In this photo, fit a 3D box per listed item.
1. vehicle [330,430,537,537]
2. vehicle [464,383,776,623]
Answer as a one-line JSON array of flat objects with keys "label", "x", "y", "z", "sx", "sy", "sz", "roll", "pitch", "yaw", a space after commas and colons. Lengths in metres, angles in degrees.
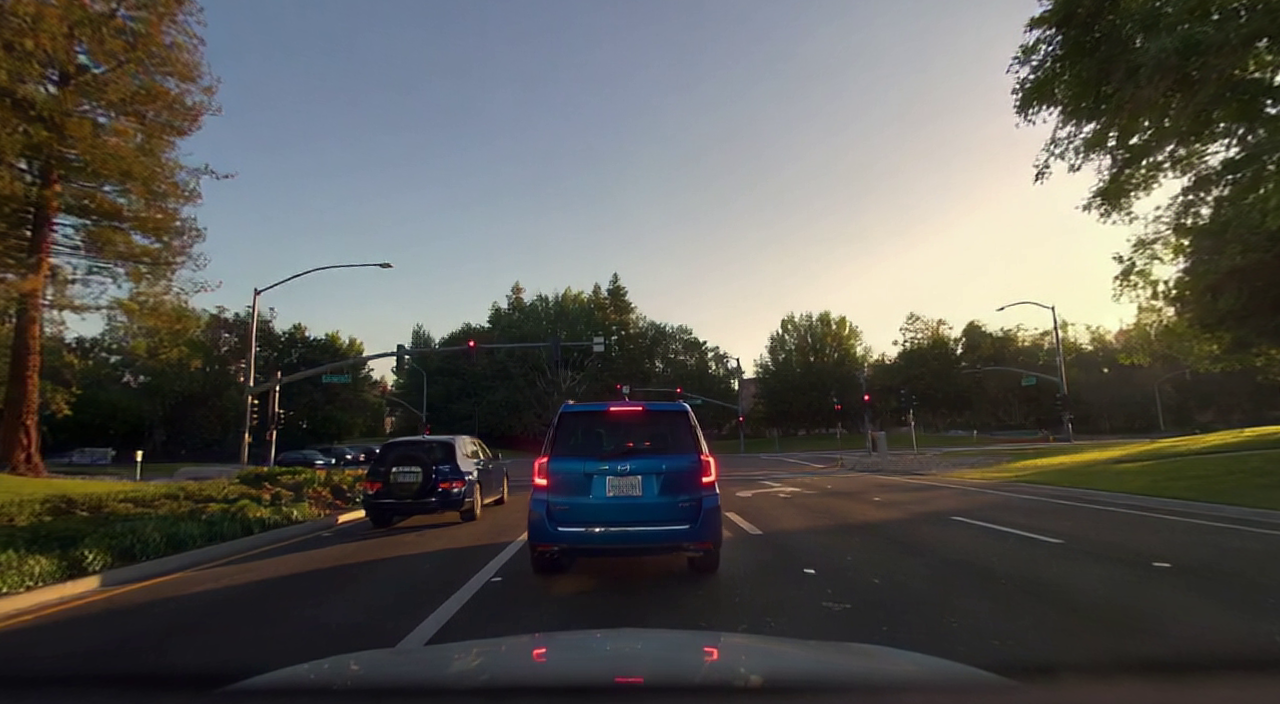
[{"label": "vehicle", "x": -3.369, "y": 2.261, "z": 11.628, "sx": 2.061, "sy": 1.504, "sz": 5.142, "roll": 0, "pitch": -8, "yaw": 0}, {"label": "vehicle", "x": -0.162, "y": 1.421, "z": 6.826, "sx": 2.298, "sy": 1.770, "sz": 4.138, "roll": 0, "pitch": -8, "yaw": 0}]
